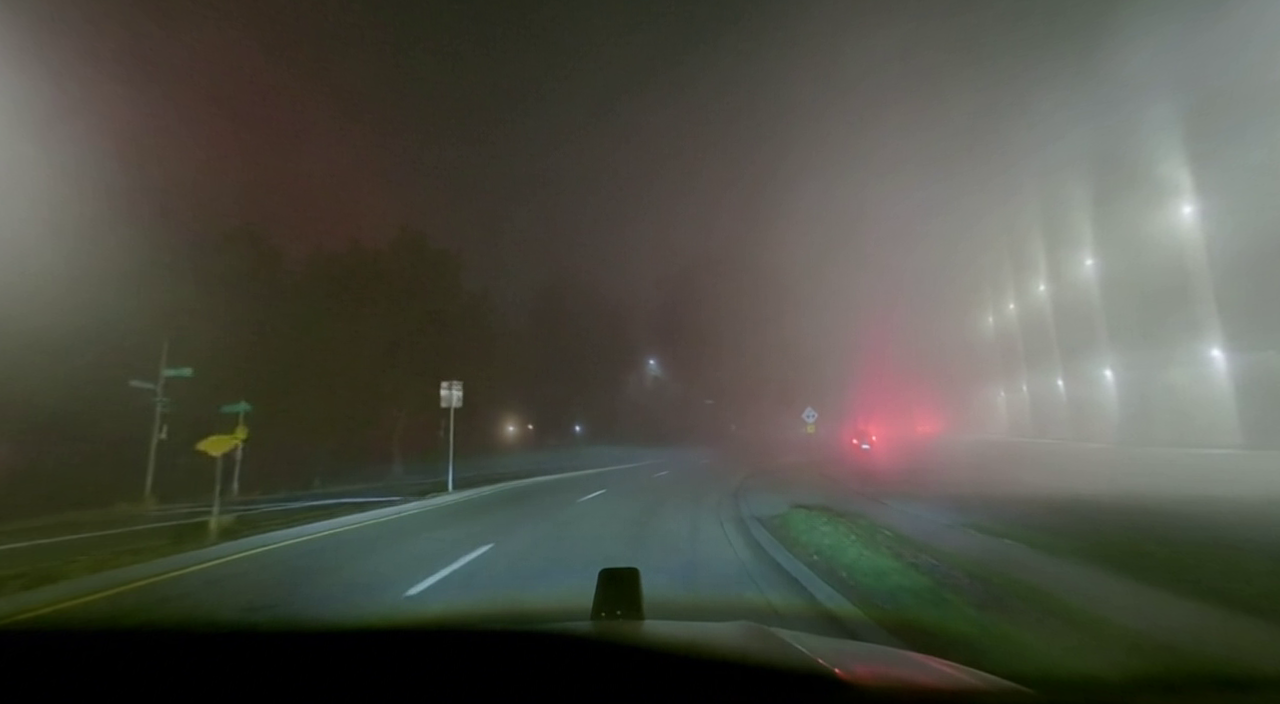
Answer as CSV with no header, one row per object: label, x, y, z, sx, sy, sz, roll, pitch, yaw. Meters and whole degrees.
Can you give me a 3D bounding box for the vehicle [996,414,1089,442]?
vehicle,27.405,5.231,43.106,2.014,1.757,4.871,8,-12,-43
